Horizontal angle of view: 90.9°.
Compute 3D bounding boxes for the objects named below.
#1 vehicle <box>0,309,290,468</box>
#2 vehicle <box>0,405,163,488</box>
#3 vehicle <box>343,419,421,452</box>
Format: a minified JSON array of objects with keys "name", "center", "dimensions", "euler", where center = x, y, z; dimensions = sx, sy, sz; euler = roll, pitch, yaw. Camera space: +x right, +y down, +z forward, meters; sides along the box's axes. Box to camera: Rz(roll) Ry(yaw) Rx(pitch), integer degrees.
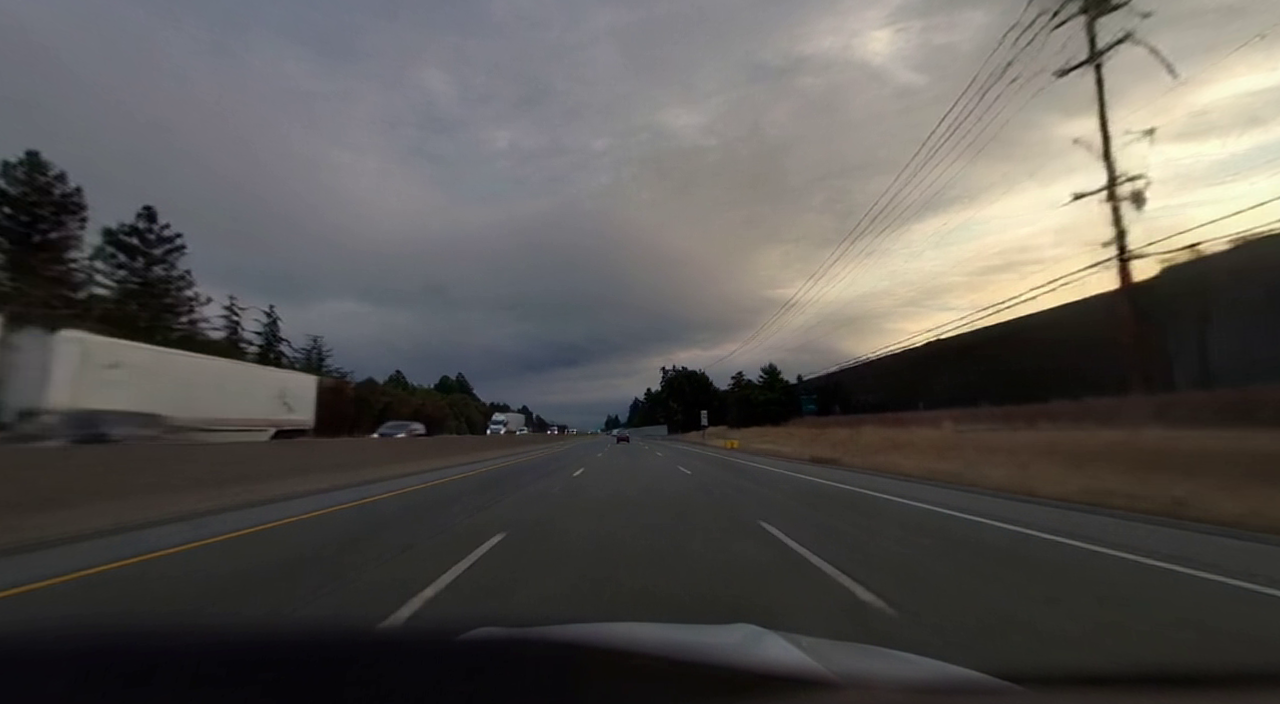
[{"name":"vehicle","center":[-16.660,1.645,20.675],"dimensions":[2.851,3.719,13.623],"euler":[0,-8,-1]},{"name":"vehicle","center":[-12.267,1.861,12.542],"dimensions":[2.027,1.453,4.529],"euler":[0,-8,-1]},{"name":"vehicle","center":[-12.761,4.169,31.456],"dimensions":[2.182,1.502,3.994],"euler":[0,-8,0]}]
